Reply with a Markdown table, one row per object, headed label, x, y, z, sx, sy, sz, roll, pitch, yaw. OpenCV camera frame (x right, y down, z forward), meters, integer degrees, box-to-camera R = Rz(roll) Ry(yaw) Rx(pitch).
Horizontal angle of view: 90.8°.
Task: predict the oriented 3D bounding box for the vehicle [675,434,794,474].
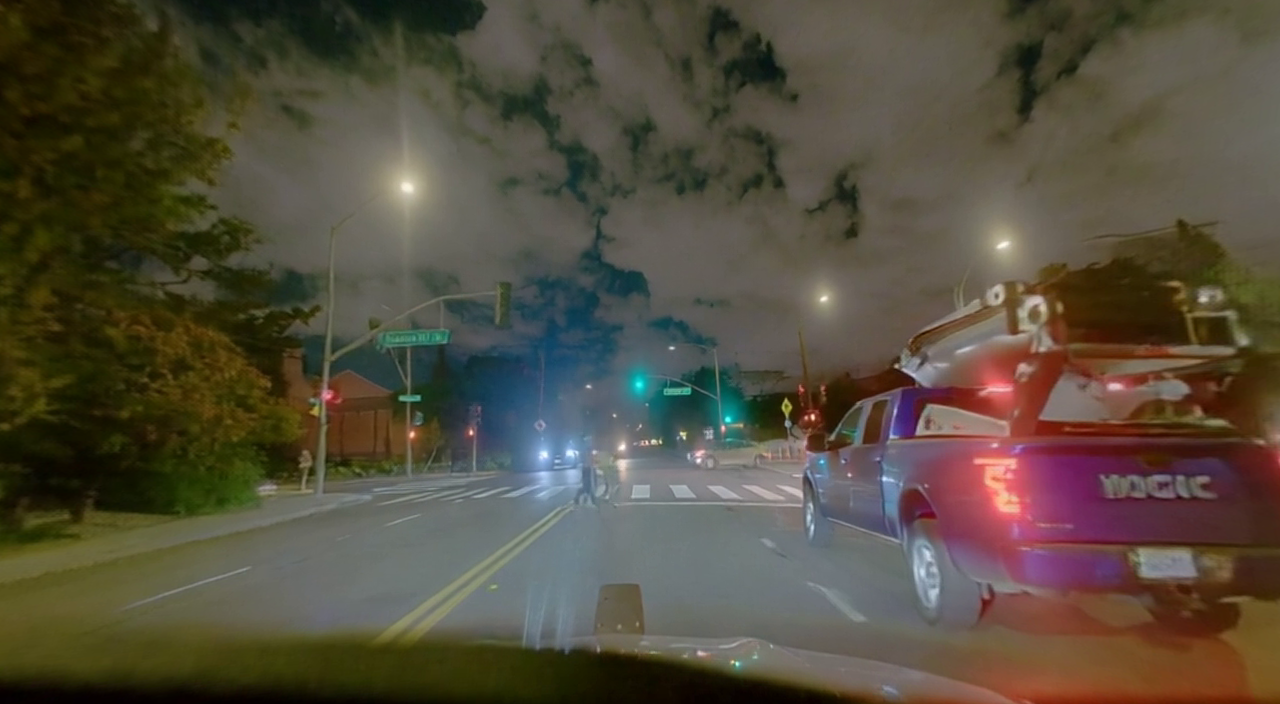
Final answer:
| label | x | y | z | sx | sy | sz | roll | pitch | yaw |
| --- | --- | --- | --- | --- | --- | --- | --- | --- | --- |
| vehicle | 4.056 | 4.442 | 27.717 | 4.771 | 1.630 | 1.979 | 1 | -9 | -5 |

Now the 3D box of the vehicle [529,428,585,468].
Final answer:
| label | x | y | z | sx | sy | sz | roll | pitch | yaw |
| --- | --- | --- | --- | --- | --- | --- | --- | --- | --- |
| vehicle | -5.721 | 6.789 | 44.764 | 2.896 | 2.560 | 7.322 | 0 | -8 | 0 |

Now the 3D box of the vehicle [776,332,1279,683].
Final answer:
| label | x | y | z | sx | sy | sz | roll | pitch | yaw |
| --- | --- | --- | --- | --- | --- | --- | --- | --- | --- |
| vehicle | 3.100 | 1.278 | 6.436 | 2.177 | 2.015 | 5.463 | 0 | -8 | 0 |
